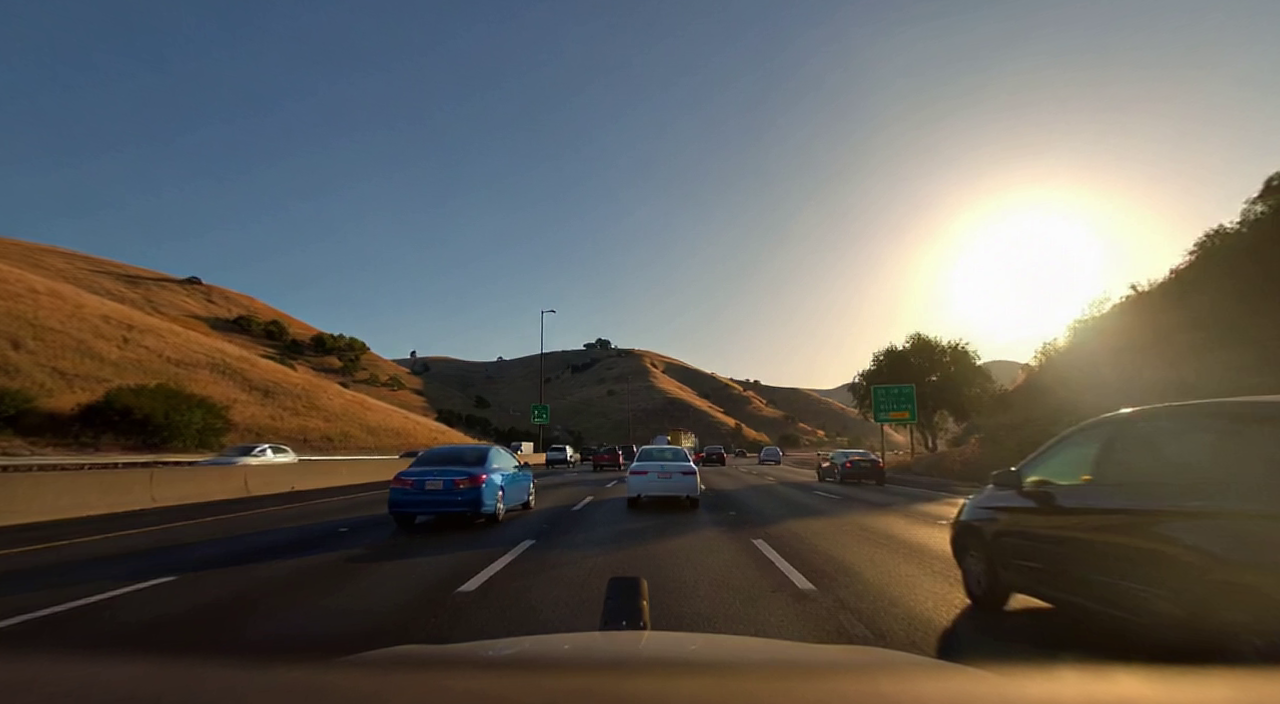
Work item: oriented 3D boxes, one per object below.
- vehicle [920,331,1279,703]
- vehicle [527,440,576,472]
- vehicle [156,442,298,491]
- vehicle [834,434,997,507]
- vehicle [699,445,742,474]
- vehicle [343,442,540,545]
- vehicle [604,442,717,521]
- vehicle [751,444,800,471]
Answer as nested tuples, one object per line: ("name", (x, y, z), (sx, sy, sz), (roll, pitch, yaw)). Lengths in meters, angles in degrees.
("vehicle", (3.377, 0.865, 2.888), (2.083, 1.693, 4.740), (-1, -9, 1))
("vehicle", (-5.648, 6.705, 40.833), (2.163, 1.899, 4.805), (-1, -9, 4))
("vehicle", (-16.465, 4.564, 25.575), (2.126, 1.757, 5.178), (-1, -9, 2))
("vehicle", (6.839, 2.988, 16.394), (2.032, 1.580, 4.928), (0, -9, 0))
("vehicle", (4.466, 6.023, 35.687), (1.966, 1.490, 4.410), (-1, -8, 2))
("vehicle", (-3.198, 2.352, 11.260), (2.017, 1.446, 4.384), (0, -8, 1))
("vehicle", (0.392, 2.677, 13.611), (2.072, 1.431, 3.904), (0, -8, 1))
("vehicle", (8.197, 6.390, 38.582), (2.097, 1.515, 4.593), (-1, -8, 2))
